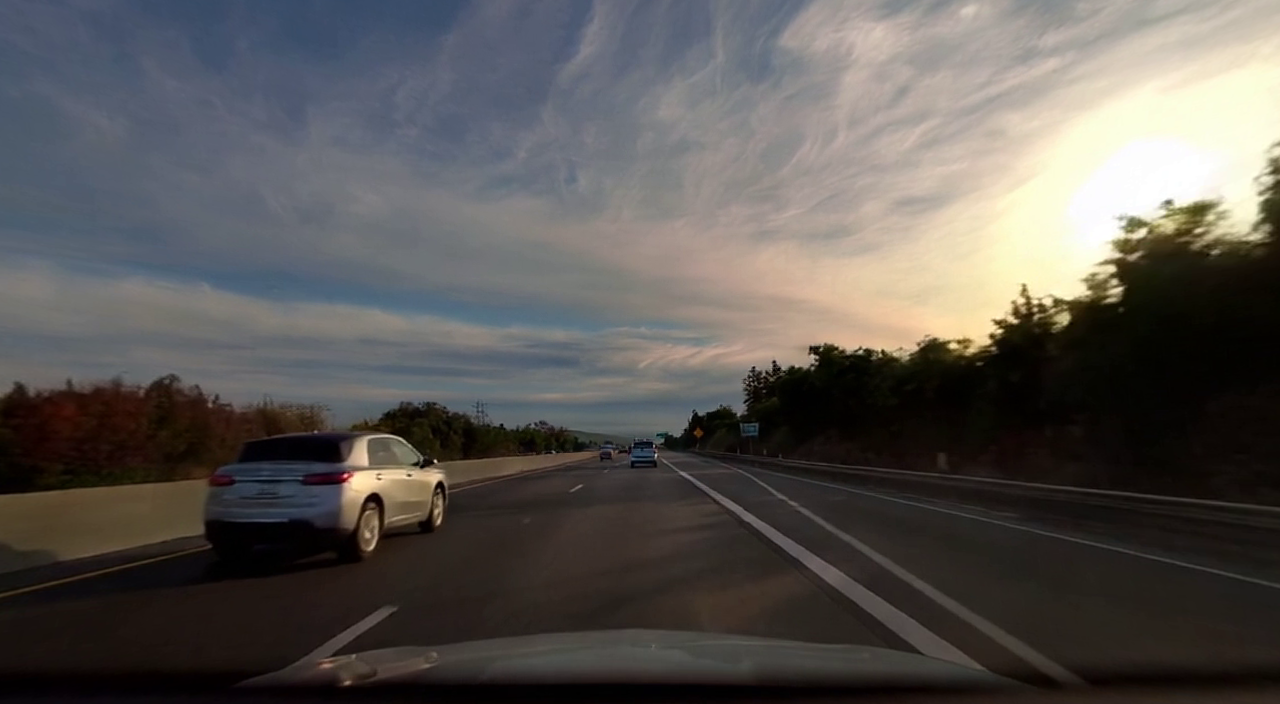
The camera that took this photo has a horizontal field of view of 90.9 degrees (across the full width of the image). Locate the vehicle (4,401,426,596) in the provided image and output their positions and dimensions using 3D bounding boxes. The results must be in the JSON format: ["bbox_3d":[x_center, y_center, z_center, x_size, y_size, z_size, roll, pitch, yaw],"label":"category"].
[{"bbox_3d":[-4.498,1.627,7.818,2.078,1.696,4.437,0,-9,1],"label":"vehicle"}]

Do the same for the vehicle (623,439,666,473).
[{"bbox_3d":[0.222,5.640,34.217,2.172,1.687,3.929,0,-9,0],"label":"vehicle"}]
